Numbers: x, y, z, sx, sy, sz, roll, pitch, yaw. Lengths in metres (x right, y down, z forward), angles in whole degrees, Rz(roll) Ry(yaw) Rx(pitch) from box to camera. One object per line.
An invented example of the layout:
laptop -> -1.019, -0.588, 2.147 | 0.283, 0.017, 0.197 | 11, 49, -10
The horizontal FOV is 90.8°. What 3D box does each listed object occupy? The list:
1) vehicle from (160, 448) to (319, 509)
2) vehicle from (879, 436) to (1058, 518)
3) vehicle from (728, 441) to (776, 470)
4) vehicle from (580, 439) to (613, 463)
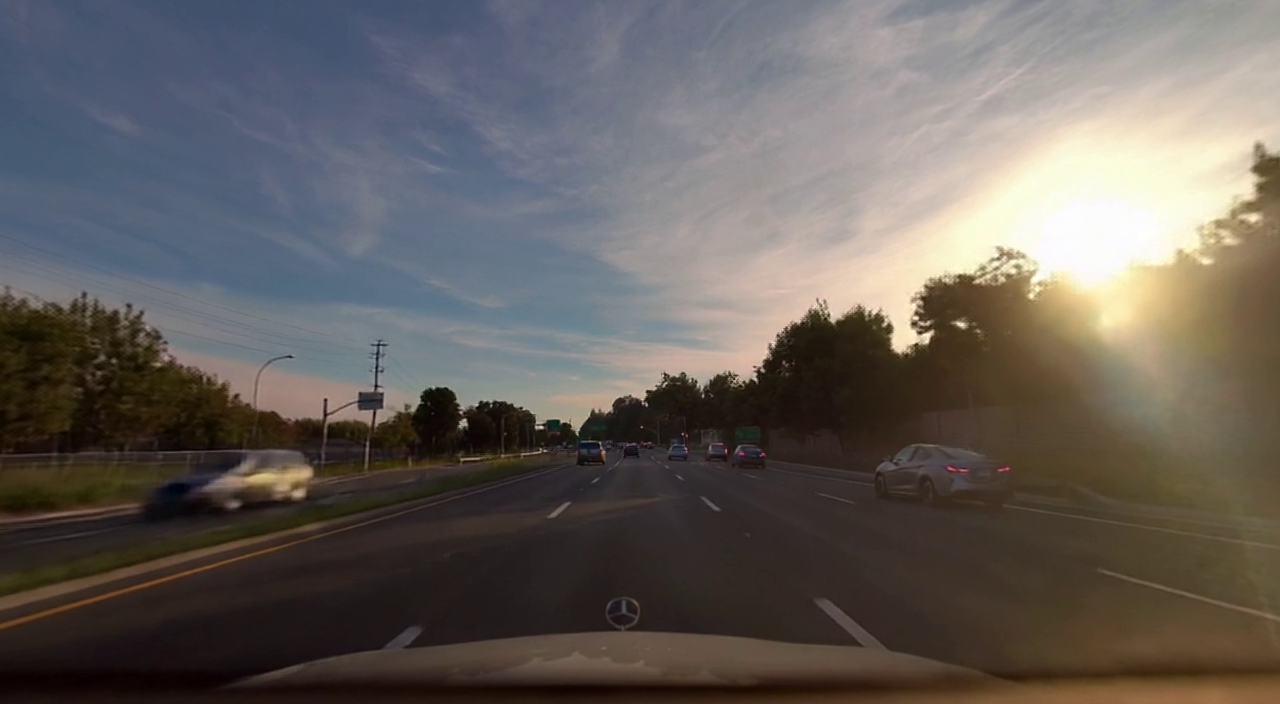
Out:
vehicle -> -11.510, 3.618, 18.553 | 1.973, 1.536, 3.872 | 0, -8, 3
vehicle -> 6.844, 2.605, 13.697 | 1.838, 1.518, 3.713 | 0, -8, -1
vehicle -> 6.542, 6.080, 37.399 | 1.987, 1.597, 4.463 | 0, -8, -1
vehicle -> -3.342, 7.724, 49.437 | 2.230, 1.827, 4.406 | 0, -8, 0
